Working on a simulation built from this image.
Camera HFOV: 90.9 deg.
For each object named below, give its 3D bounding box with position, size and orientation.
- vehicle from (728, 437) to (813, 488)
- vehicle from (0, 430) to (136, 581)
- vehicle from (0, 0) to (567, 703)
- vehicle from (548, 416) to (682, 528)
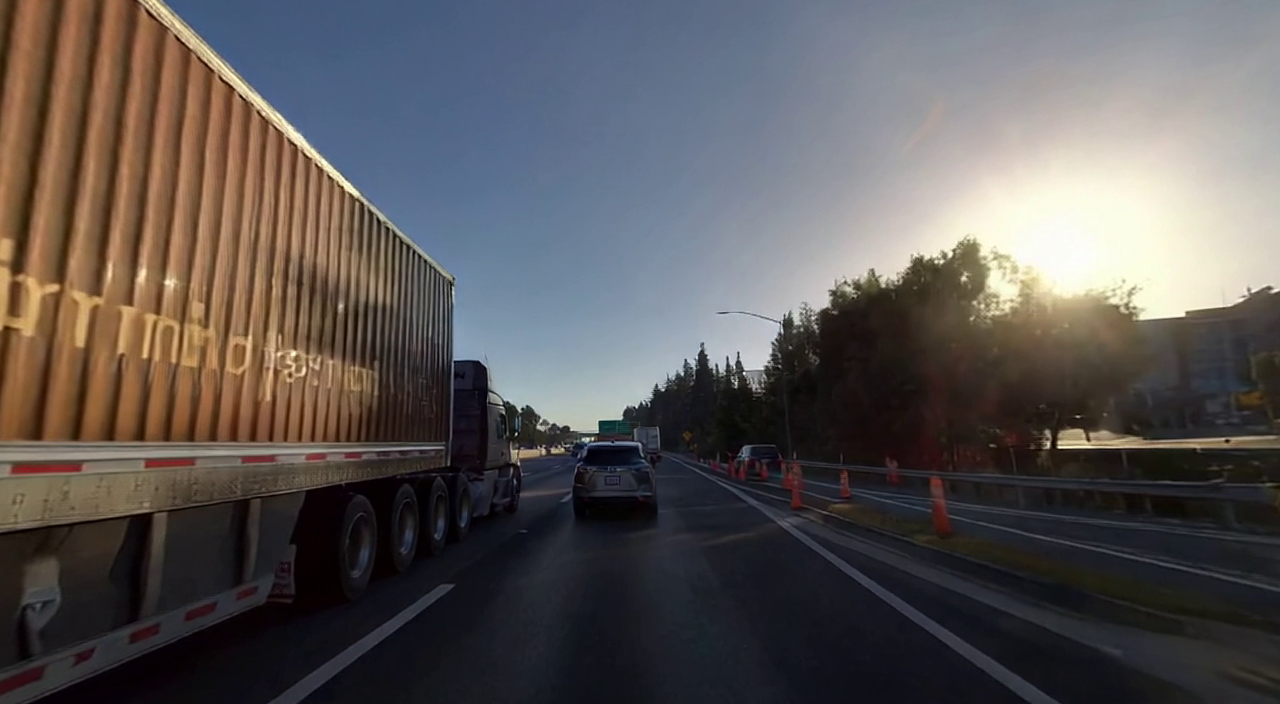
[{"bbox_3d":[4.406,3.780,21.911,1.937,1.601,3.798,0,-9,-3],"label":"vehicle"},{"bbox_3d":[-7.300,1.403,5.504,2.013,1.466,4.563,0,-9,0],"label":"vehicle"},{"bbox_3d":[-3.722,0.870,11.098,2.857,4.063,16.026,0,-8,0],"label":"vehicle"},{"bbox_3d":[-0.361,2.233,12.176,2.152,1.779,3.924,0,-9,1],"label":"vehicle"}]
